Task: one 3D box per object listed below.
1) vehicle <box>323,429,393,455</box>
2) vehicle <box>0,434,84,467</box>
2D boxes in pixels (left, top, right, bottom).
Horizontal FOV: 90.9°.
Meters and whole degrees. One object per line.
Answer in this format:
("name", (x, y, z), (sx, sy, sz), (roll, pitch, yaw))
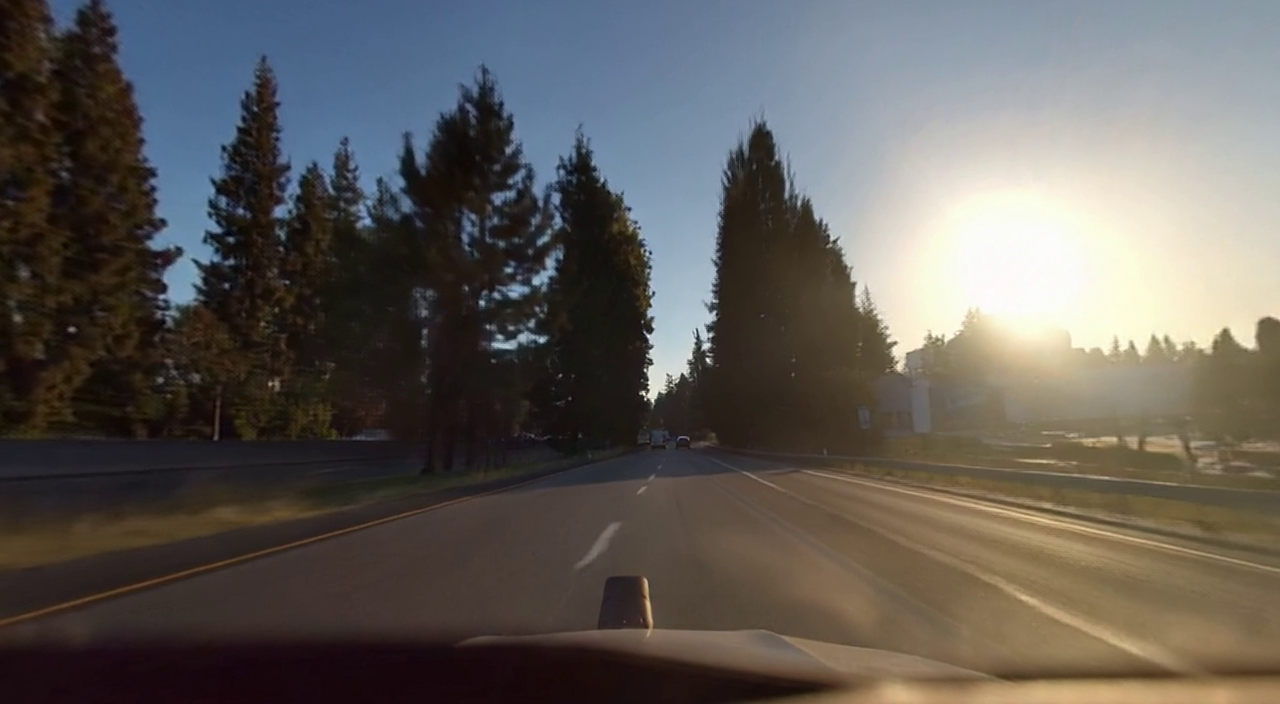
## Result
("vehicle", (-20.857, 6.709, 46.995), (2.197, 1.750, 5.738), (-1, -8, 5))
("vehicle", (-29.786, 4.734, 30.387), (1.760, 1.466, 4.396), (-1, -8, 4))
